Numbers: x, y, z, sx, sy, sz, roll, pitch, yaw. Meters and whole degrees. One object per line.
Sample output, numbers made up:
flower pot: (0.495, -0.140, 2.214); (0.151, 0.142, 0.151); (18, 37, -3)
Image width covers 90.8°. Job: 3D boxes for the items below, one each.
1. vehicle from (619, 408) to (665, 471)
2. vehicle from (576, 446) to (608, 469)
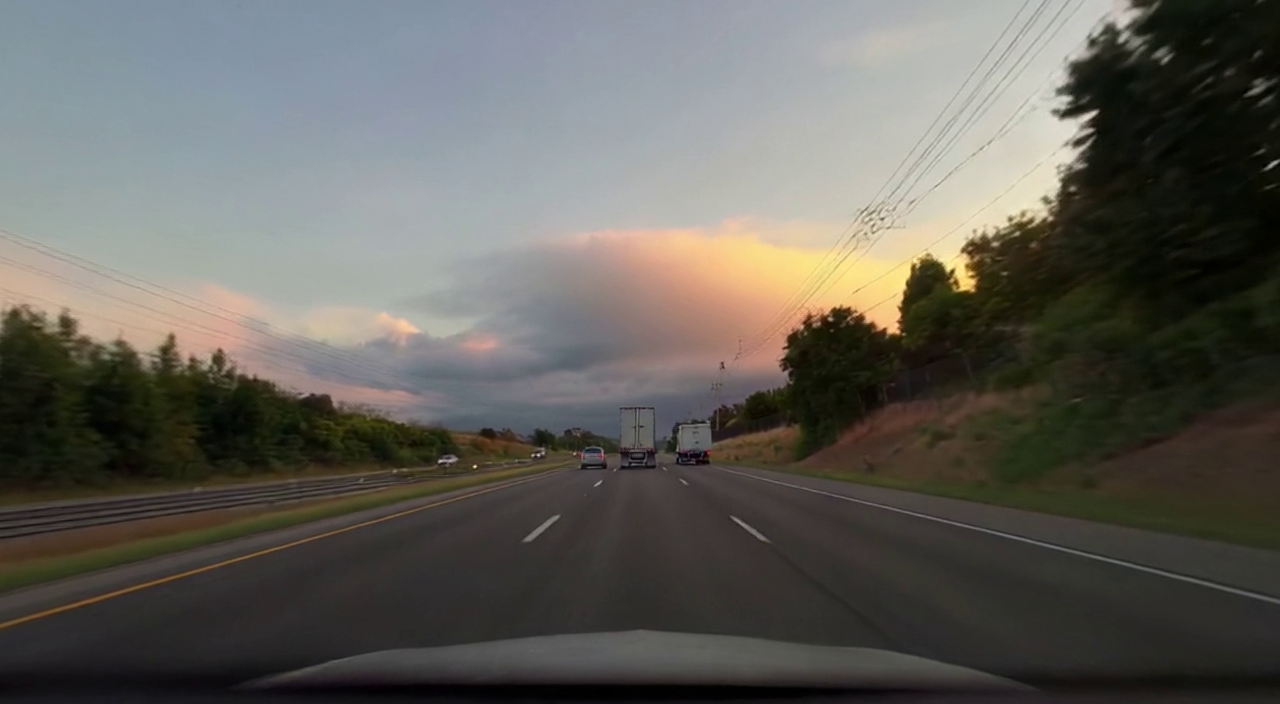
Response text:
vehicle: (0.035, 6.733, 47.767); (2.997, 4.076, 13.224); (0, -9, -1)
vehicle: (-3.485, 7.786, 46.580); (2.024, 1.582, 4.032); (0, -9, 0)
